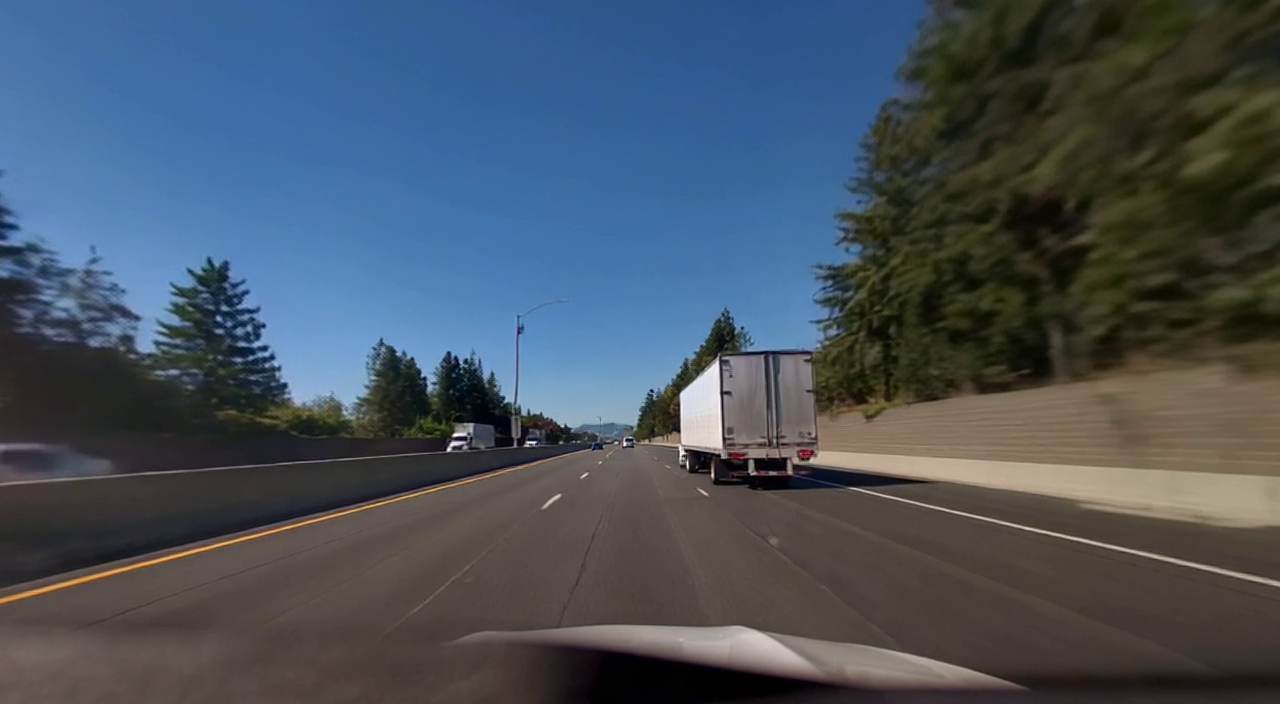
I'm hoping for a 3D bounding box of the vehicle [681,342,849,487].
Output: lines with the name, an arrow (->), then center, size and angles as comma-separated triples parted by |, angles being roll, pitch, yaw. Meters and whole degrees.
vehicle -> 4.091, 2.790, 25.486 | 3.489, 4.211, 14.193 | 0, -8, -2
